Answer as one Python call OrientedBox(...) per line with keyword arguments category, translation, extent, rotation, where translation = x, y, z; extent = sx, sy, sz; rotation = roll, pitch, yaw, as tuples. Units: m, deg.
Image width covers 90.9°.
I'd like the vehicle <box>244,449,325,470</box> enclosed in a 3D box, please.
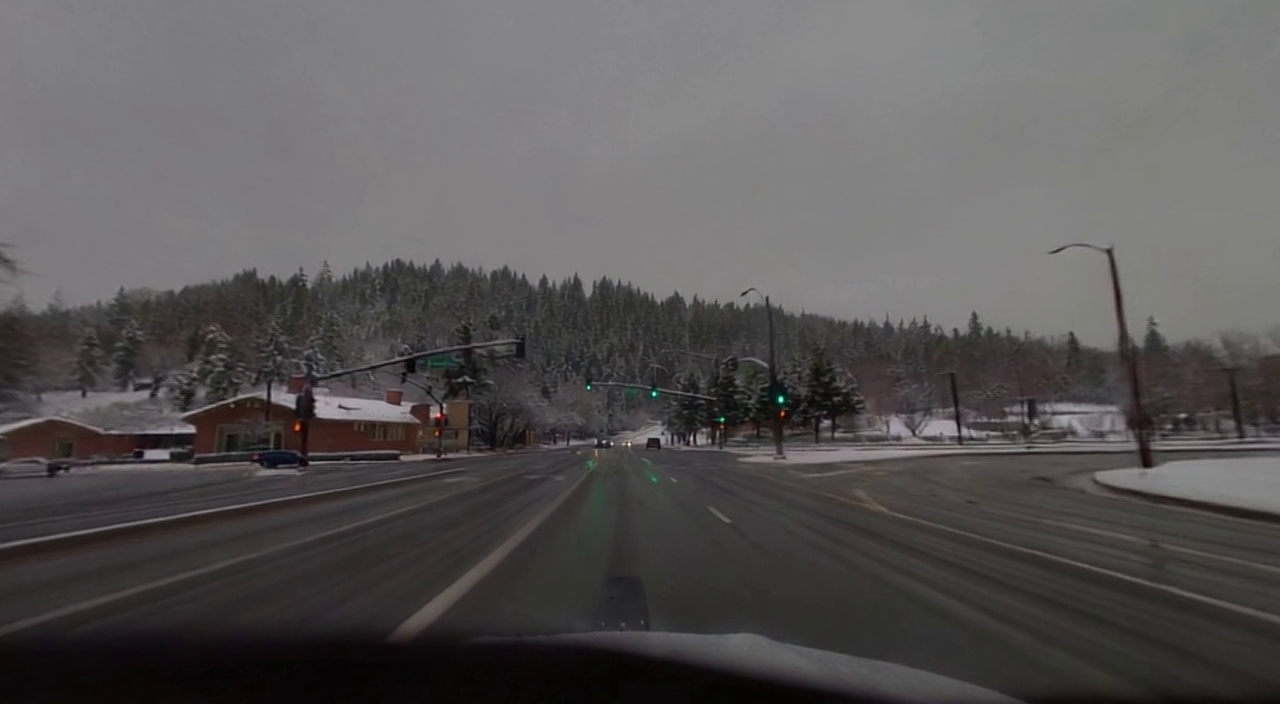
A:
OrientedBox(category="vehicle", translation=(-24.746, 7.492, 44.002), extent=(4.518, 1.423, 1.888), rotation=(0, -8, 2))
